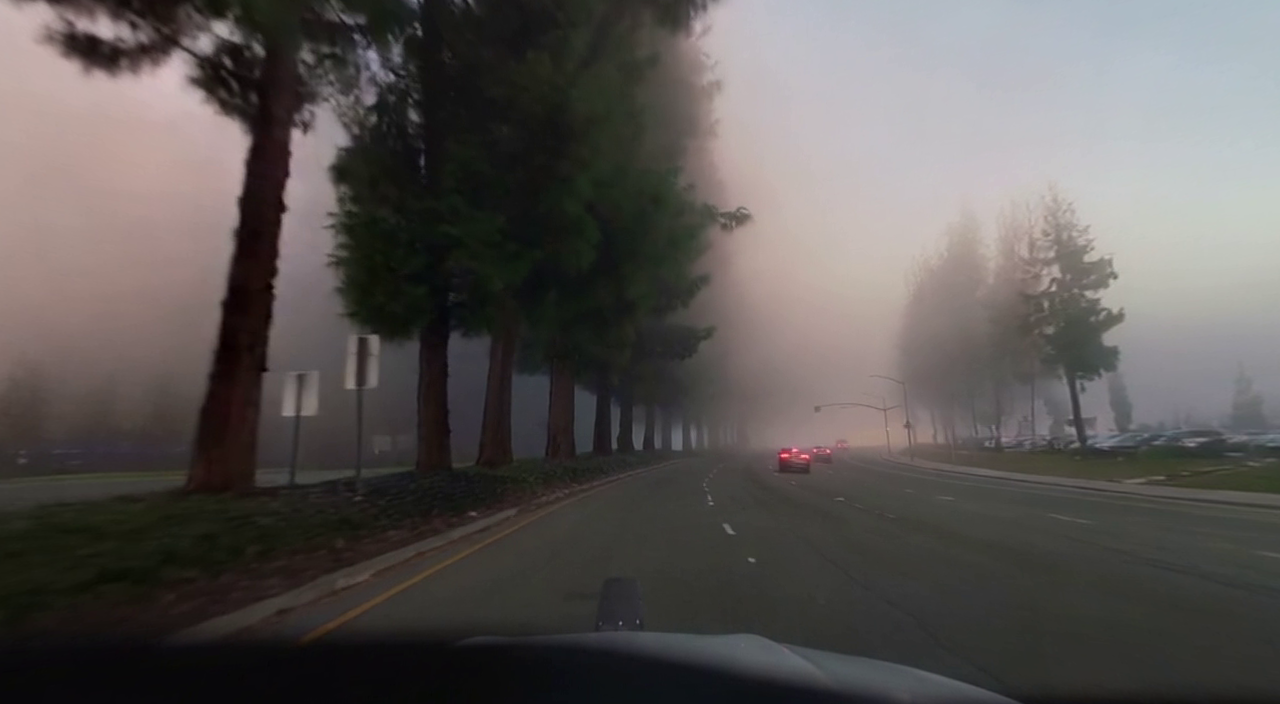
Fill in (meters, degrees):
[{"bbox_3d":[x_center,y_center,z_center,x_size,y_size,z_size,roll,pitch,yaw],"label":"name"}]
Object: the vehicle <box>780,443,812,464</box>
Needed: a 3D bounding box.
[{"bbox_3d":[11.777,7.670,47.916,1.988,1.460,3.996,-2,-9,9],"label":"vehicle"}]
